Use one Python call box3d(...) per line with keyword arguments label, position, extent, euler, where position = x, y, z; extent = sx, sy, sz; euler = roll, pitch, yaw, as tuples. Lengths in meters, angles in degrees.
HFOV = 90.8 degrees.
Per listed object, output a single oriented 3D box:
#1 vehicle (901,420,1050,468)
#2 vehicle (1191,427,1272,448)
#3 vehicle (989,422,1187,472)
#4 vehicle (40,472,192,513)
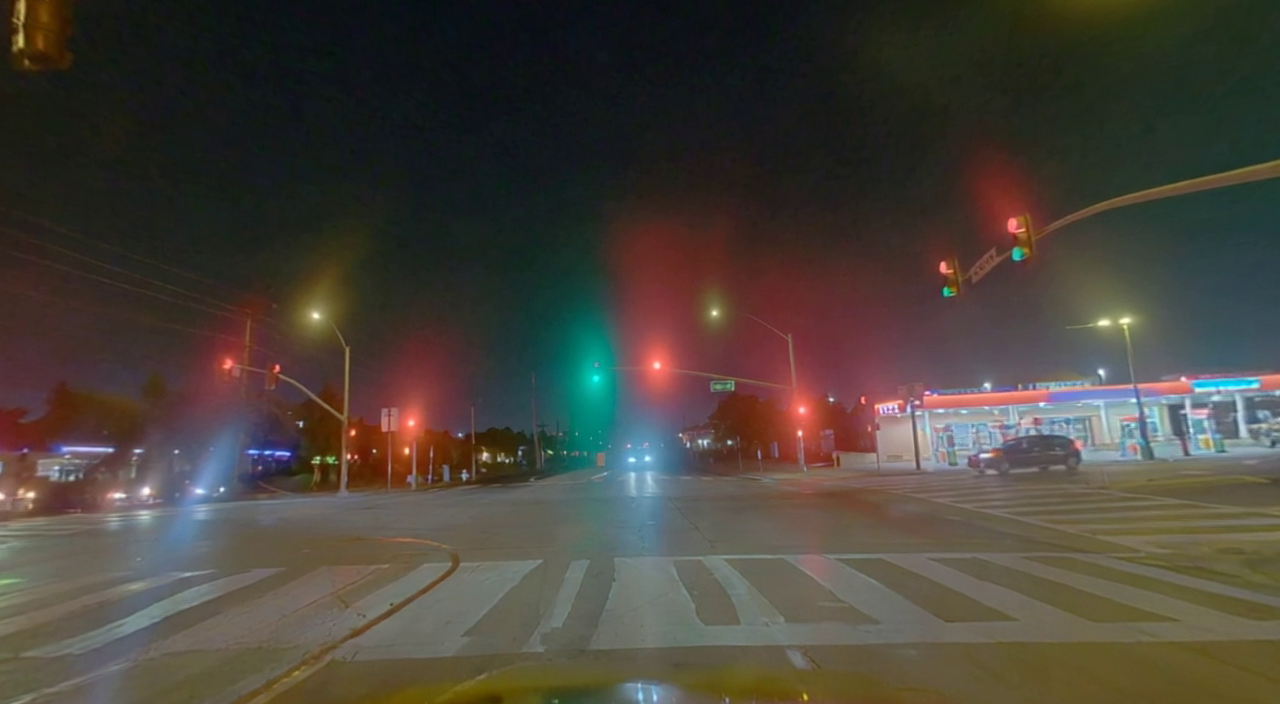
box3d(label="vehicle", position=(13.013, 3.645, 24.943), extent=(4.916, 1.730, 1.986), euler=(-4, -9, 21))
box3d(label="vehicle", position=(42.040, 6.066, 44.894), extent=(4.347, 1.446, 1.777), euler=(1, -9, -9))
box3d(label="vehicle", position=(14.357, 3.099, 20.634), extent=(4.835, 1.487, 1.913), euler=(-4, -9, 20))
box3d(label="vehicle", position=(-21.171, 5.677, 25.647), extent=(4.676, 1.463, 1.909), euler=(-1, -8, 6))
